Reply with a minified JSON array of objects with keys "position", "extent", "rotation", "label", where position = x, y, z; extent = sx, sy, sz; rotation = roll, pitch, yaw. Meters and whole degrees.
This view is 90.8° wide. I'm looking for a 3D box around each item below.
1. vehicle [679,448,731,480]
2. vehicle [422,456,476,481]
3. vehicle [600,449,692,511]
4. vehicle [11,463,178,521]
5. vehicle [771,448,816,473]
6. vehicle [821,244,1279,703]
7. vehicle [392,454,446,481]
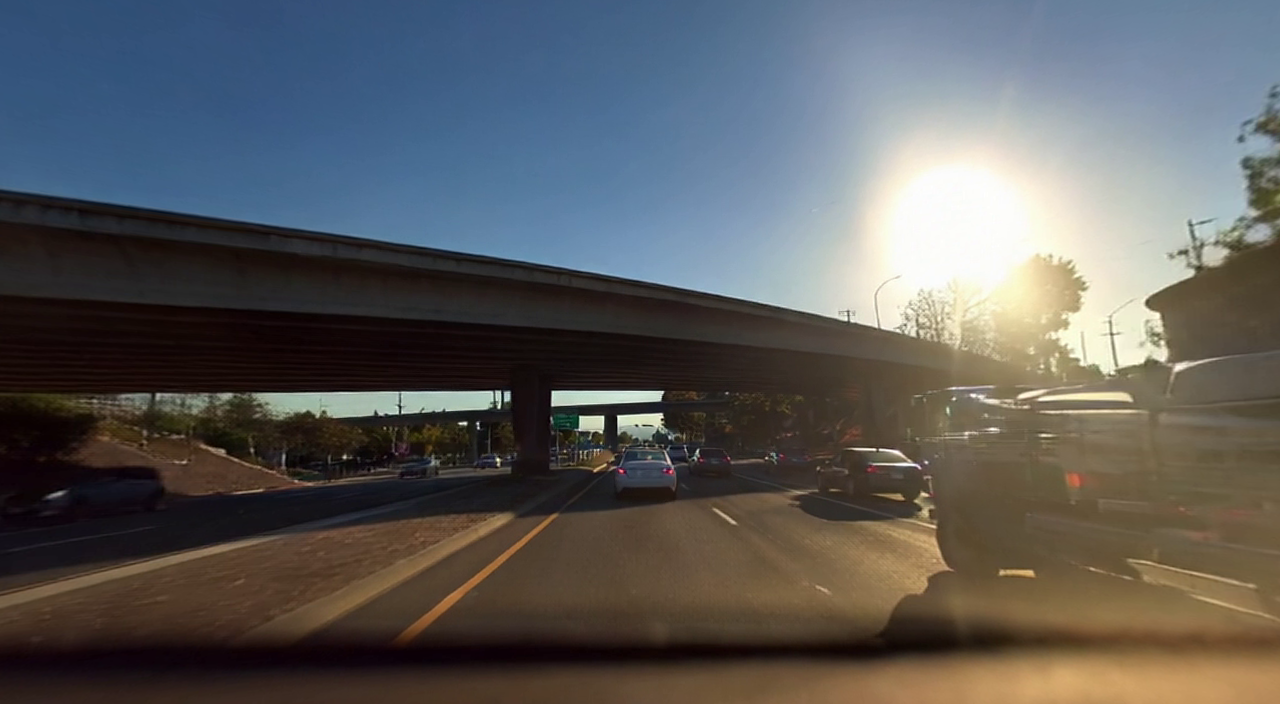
[{"position":[3.087,5.422,30.783],"extent":[1.962,1.431,4.205],"rotation":[0,-9,-2],"label":"vehicle"},{"position":[-12.200,7.460,40.597],"extent":[1.927,1.439,4.537],"rotation":[0,-9,2],"label":"vehicle"},{"position":[0.113,3.127,15.882],"extent":[2.027,1.341,3.775],"rotation":[0,-9,0],"label":"vehicle"},{"position":[-19.163,4.902,22.541],"extent":[1.935,1.706,4.473],"rotation":[0,-9,0],"label":"vehicle"},{"position":[9.831,6.955,40.690],"extent":[1.839,1.453,3.992],"rotation":[0,-9,-1],"label":"vehicle"},{"position":[3.483,1.034,4.455],"extent":[2.719,2.033,5.876],"rotation":[0,-9,1],"label":"vehicle"},{"position":[-15.774,8.243,45.374],"extent":[2.026,1.800,4.854],"rotation":[0,-9,0],"label":"vehicle"}]
